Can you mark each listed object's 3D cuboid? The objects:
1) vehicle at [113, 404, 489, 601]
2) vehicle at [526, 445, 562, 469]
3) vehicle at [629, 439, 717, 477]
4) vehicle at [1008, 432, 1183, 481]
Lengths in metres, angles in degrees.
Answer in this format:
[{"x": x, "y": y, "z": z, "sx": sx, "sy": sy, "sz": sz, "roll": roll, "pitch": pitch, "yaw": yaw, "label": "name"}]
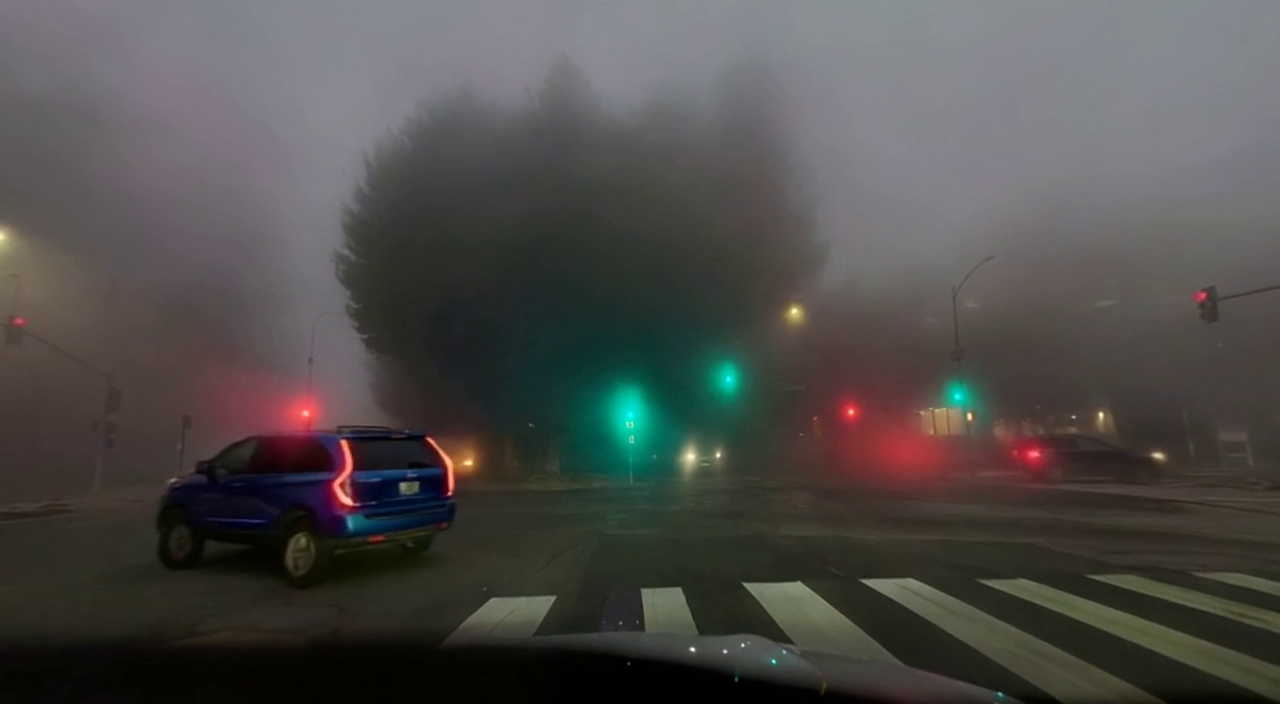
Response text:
[{"x": -4.157, "y": 1.675, "z": 7.789, "sx": 4.038, "sy": 1.807, "sz": 2.085, "roll": -5, "pitch": -10, "yaw": 28, "label": "vehicle"}, {"x": -6.823, "y": 7.496, "z": 45.359, "sx": 2.034, "sy": 1.663, "sz": 4.025, "roll": 0, "pitch": -8, "yaw": -1, "label": "vehicle"}, {"x": 1.520, "y": 5.176, "z": 31.156, "sx": 1.998, "sy": 1.674, "sz": 4.652, "roll": 5, "pitch": -10, "yaw": -33, "label": "vehicle"}, {"x": 16.188, "y": 3.749, "z": 22.767, "sx": 4.529, "sy": 1.604, "sz": 2.130, "roll": -3, "pitch": -9, "yaw": 16, "label": "vehicle"}]
